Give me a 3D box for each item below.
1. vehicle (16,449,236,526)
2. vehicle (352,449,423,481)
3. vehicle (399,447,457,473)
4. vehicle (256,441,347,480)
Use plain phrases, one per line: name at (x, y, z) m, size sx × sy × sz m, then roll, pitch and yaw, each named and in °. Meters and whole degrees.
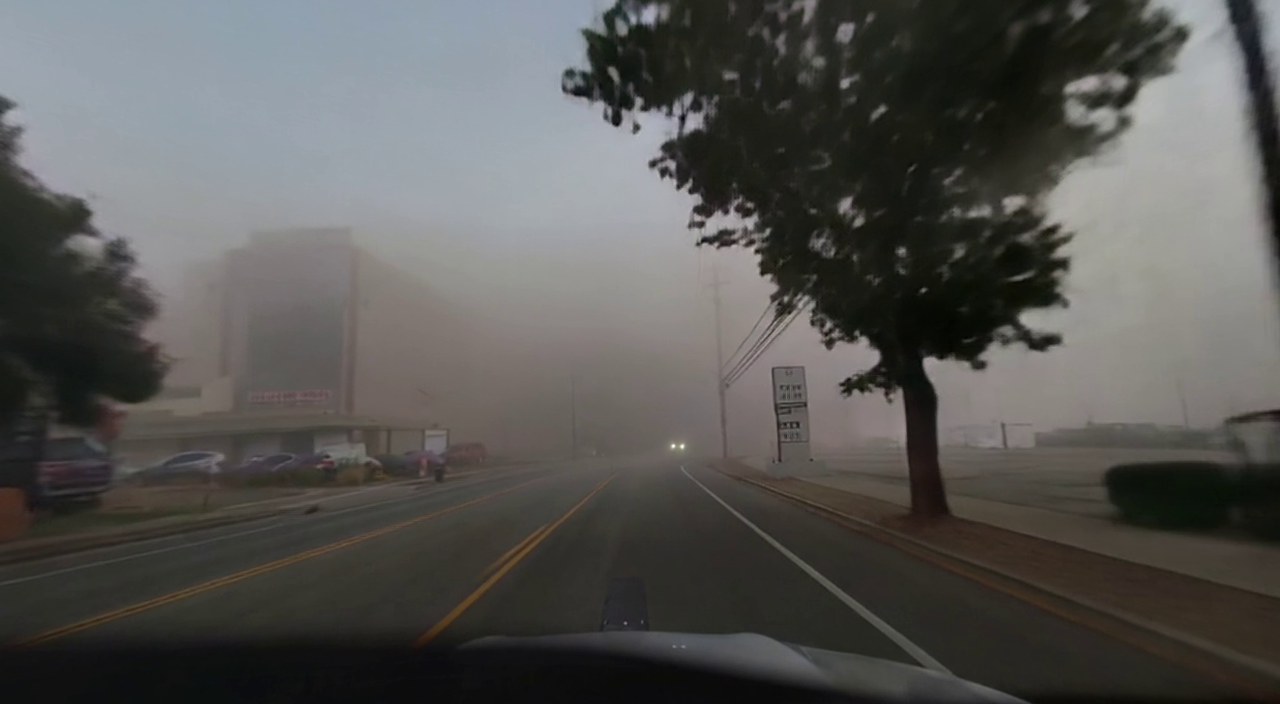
vehicle at (-14.404, 3.751, 18.224) m, size 2.053 × 1.772 × 5.189 m, roll -3°, pitch -9°, yaw 0°
vehicle at (-14.144, 6.331, 35.644) m, size 2.122 × 1.440 × 4.601 m, roll -4°, pitch -8°, yaw 0°
vehicle at (-13.766, 6.997, 41.194) m, size 2.070 × 1.577 × 4.652 m, roll 0°, pitch -8°, yaw 1°
vehicle at (-19.366, 6.196, 36.427) m, size 2.099 × 2.038 × 5.624 m, roll 0°, pitch -9°, yaw 0°
